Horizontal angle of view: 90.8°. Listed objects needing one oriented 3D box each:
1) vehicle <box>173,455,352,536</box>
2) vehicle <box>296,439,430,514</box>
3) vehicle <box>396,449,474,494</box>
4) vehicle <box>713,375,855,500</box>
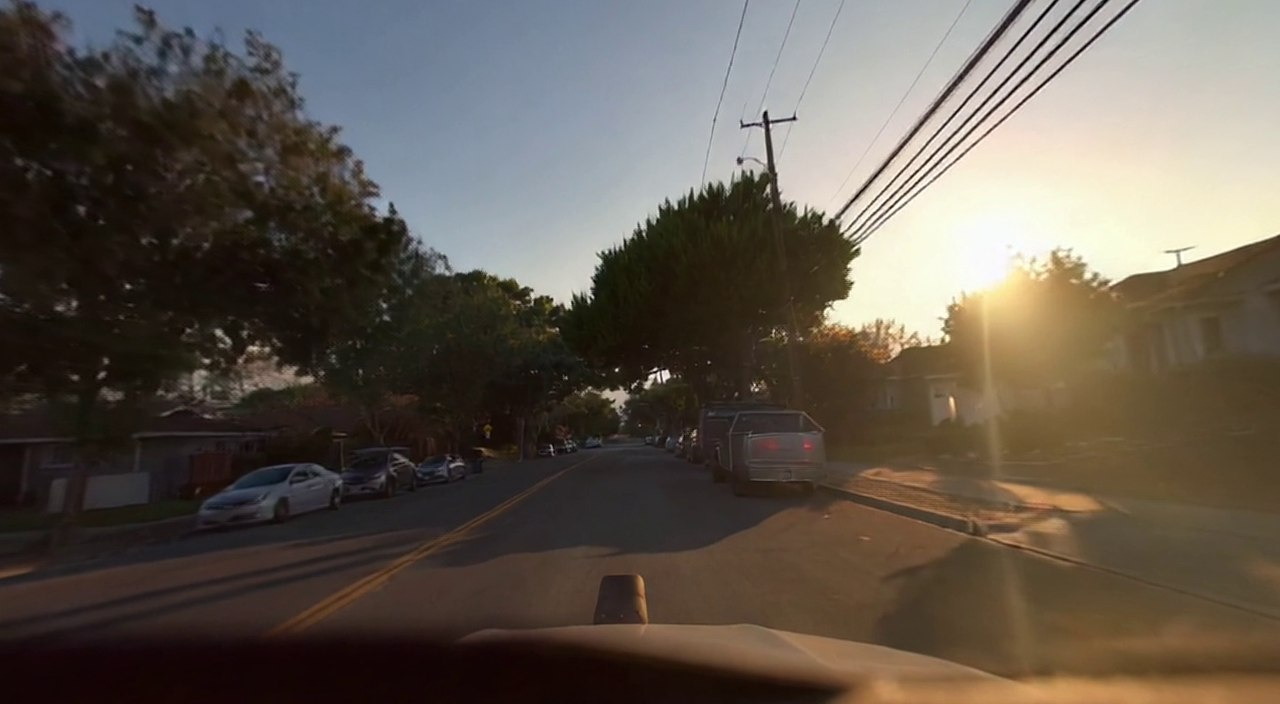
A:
[{"bbox_3d":[-8.388,3.176,14.555,1.821,1.476,4.060,-2,-9,-3],"label":"vehicle"},{"bbox_3d":[-8.567,3.810,20.063,2.163,1.841,4.679,-6,-8,-2],"label":"vehicle"},{"bbox_3d":[-8.390,4.863,26.167,1.839,1.384,4.124,-8,-8,-2],"label":"vehicle"},{"bbox_3d":[3.068,1.987,14.467,2.233,2.453,3.787,0,-9,-1],"label":"vehicle"}]
